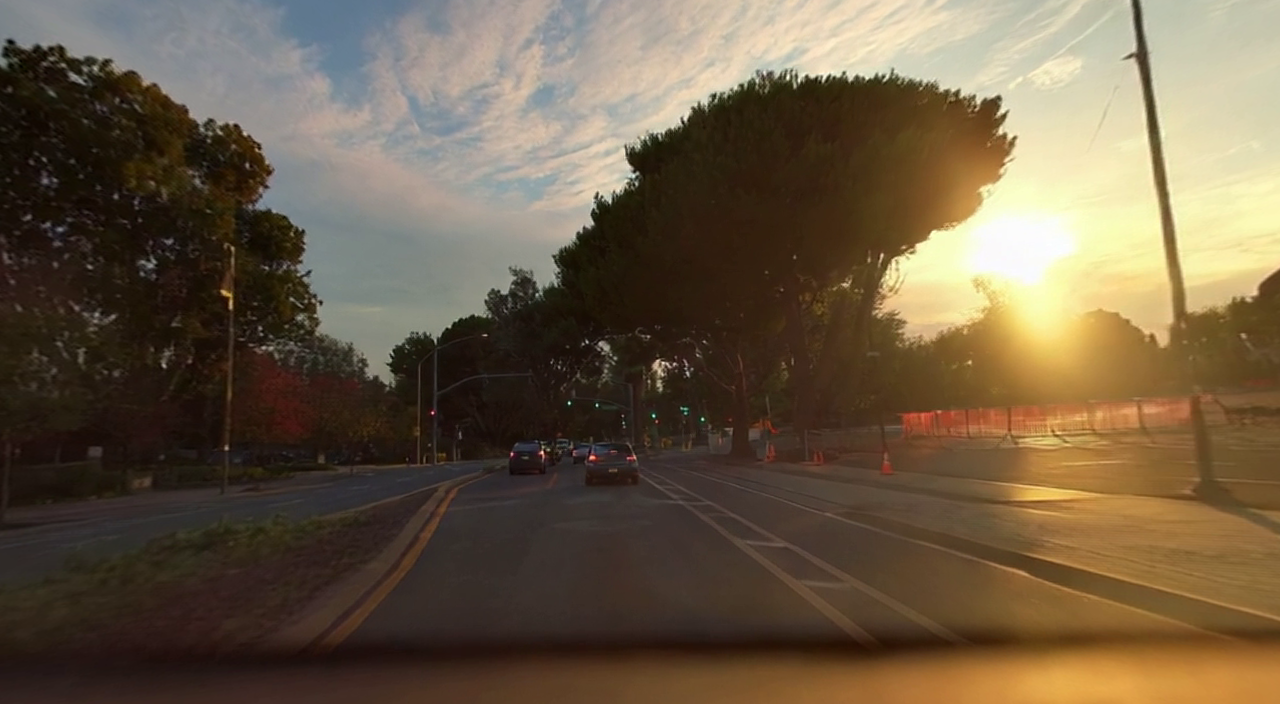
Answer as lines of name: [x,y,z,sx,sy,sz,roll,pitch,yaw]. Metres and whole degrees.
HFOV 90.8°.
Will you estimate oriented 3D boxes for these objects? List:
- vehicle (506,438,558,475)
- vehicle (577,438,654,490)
vehicle: [-5.167,5.075,30.876,2.077,1.665,4.206,1,-8,-4]
vehicle: [-0.942,3.663,21.094,2.266,1.508,4.430,1,-8,-6]
